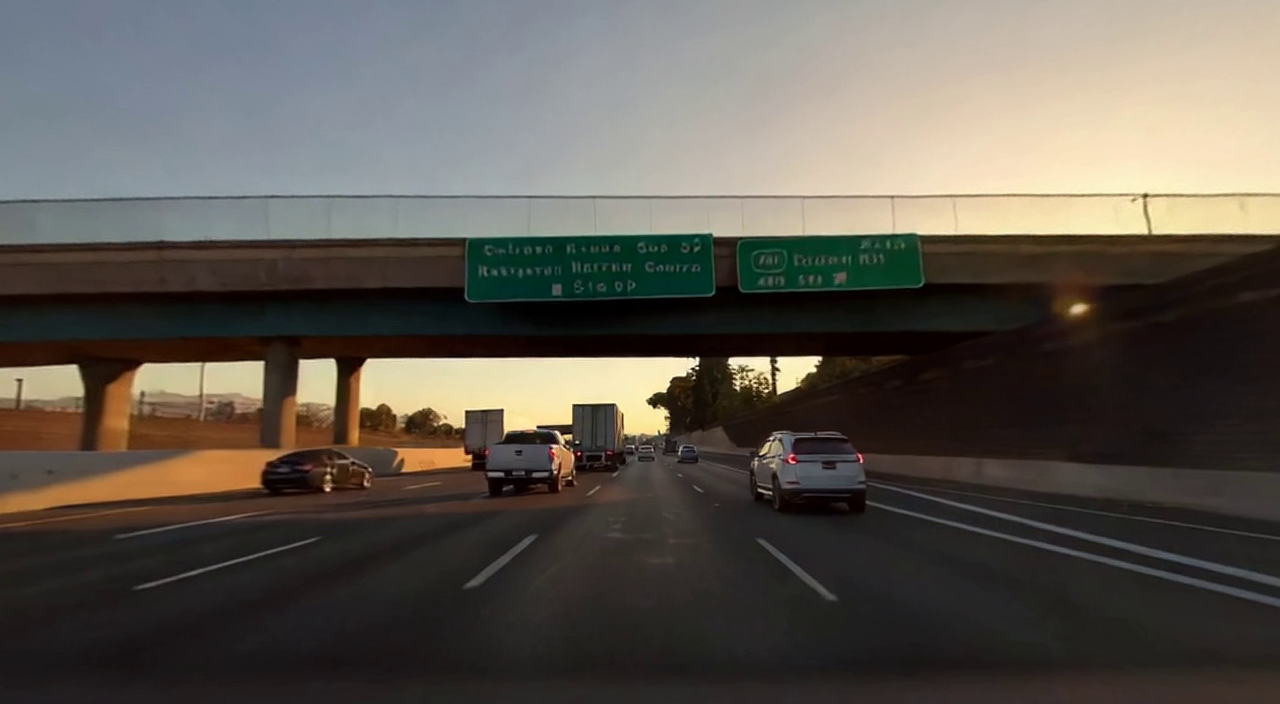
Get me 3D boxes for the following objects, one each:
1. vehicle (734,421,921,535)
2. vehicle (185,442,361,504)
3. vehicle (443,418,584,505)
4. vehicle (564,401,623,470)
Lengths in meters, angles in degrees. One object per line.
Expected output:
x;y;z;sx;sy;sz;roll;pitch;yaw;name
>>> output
3.093;2.183;11.516;2.028;1.658;4.334;0;-9;-1;vehicle
-10.027;3.318;17.815;1.981;1.495;4.834;0;-9;1;vehicle
-3.281;3.074;18.202;2.645;2.023;6.491;0;-9;1;vehicle
-3.028;6.165;45.737;2.869;4.108;15.564;0;-9;1;vehicle
